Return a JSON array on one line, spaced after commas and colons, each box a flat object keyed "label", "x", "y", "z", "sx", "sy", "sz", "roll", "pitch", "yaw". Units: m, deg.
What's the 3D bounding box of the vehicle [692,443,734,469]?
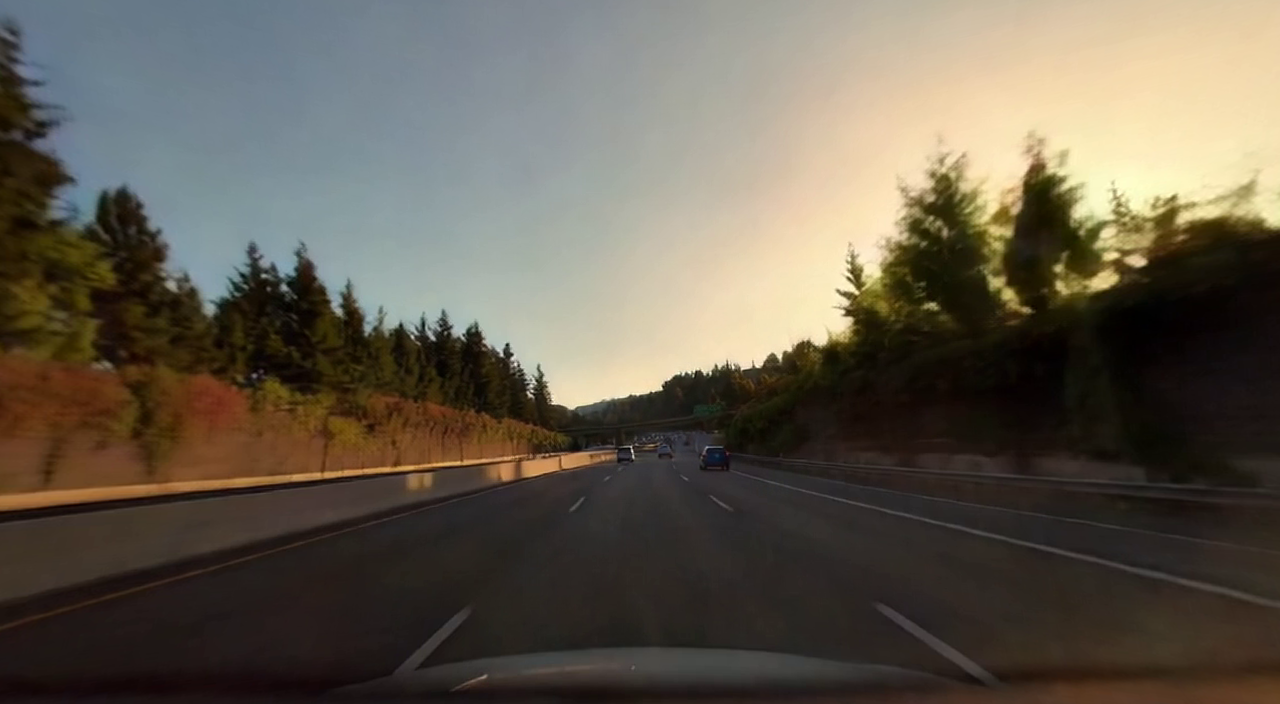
[{"label": "vehicle", "x": 4.554, "y": 6.609, "z": 40.101, "sx": 2.175, "sy": 1.574, "sz": 3.943, "roll": 0, "pitch": -9, "yaw": 0}]
